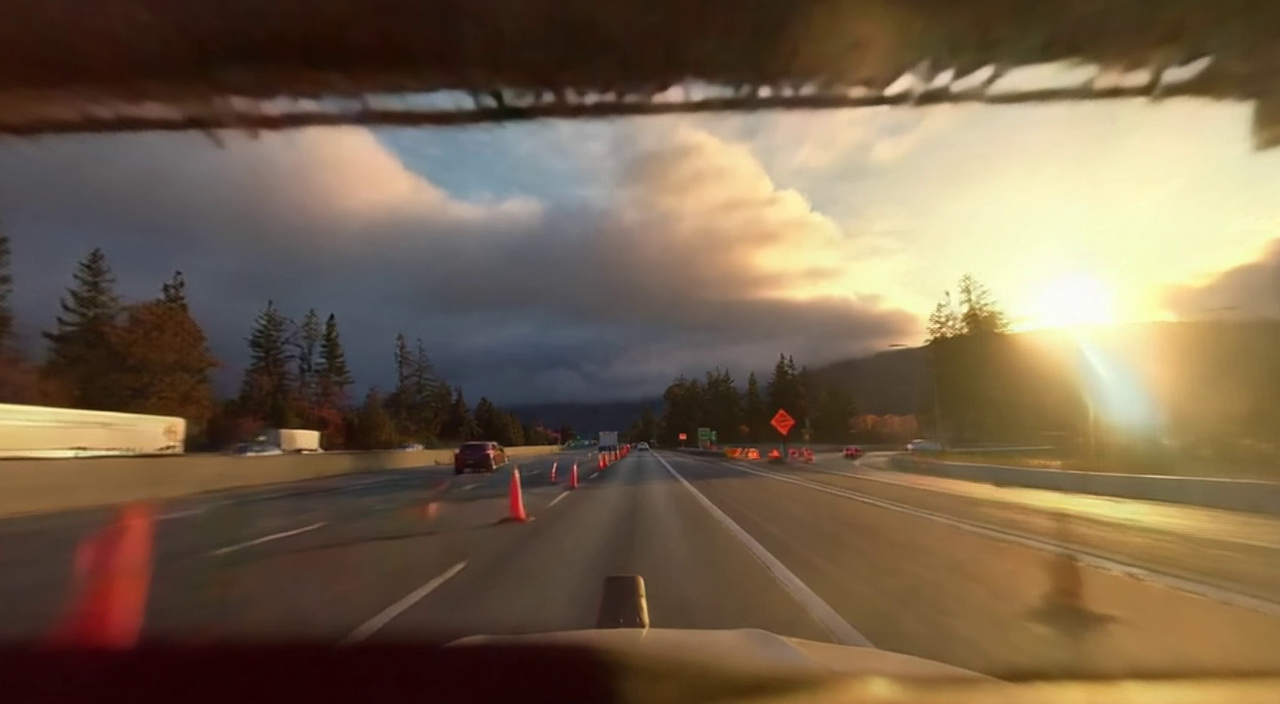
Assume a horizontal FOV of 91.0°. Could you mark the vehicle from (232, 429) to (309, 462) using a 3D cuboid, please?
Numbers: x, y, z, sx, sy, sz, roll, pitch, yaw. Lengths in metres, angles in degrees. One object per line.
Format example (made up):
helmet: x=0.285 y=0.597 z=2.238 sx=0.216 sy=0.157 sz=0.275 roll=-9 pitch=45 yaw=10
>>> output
vehicle: x=-25.775 y=6.542 z=44.129 sx=2.351 sy=2.192 sz=4.592 roll=0 pitch=-8 yaw=3

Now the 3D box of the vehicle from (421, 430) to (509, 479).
vehicle: x=-6.969 y=4.149 z=25.687 sx=2.103 sy=1.775 sz=4.966 roll=0 pitch=-8 yaw=0

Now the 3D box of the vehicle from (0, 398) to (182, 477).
vehicle: x=-29.970 y=4.127 z=30.263 sx=2.884 sy=3.515 sz=17.319 roll=0 pitch=-8 yaw=1
